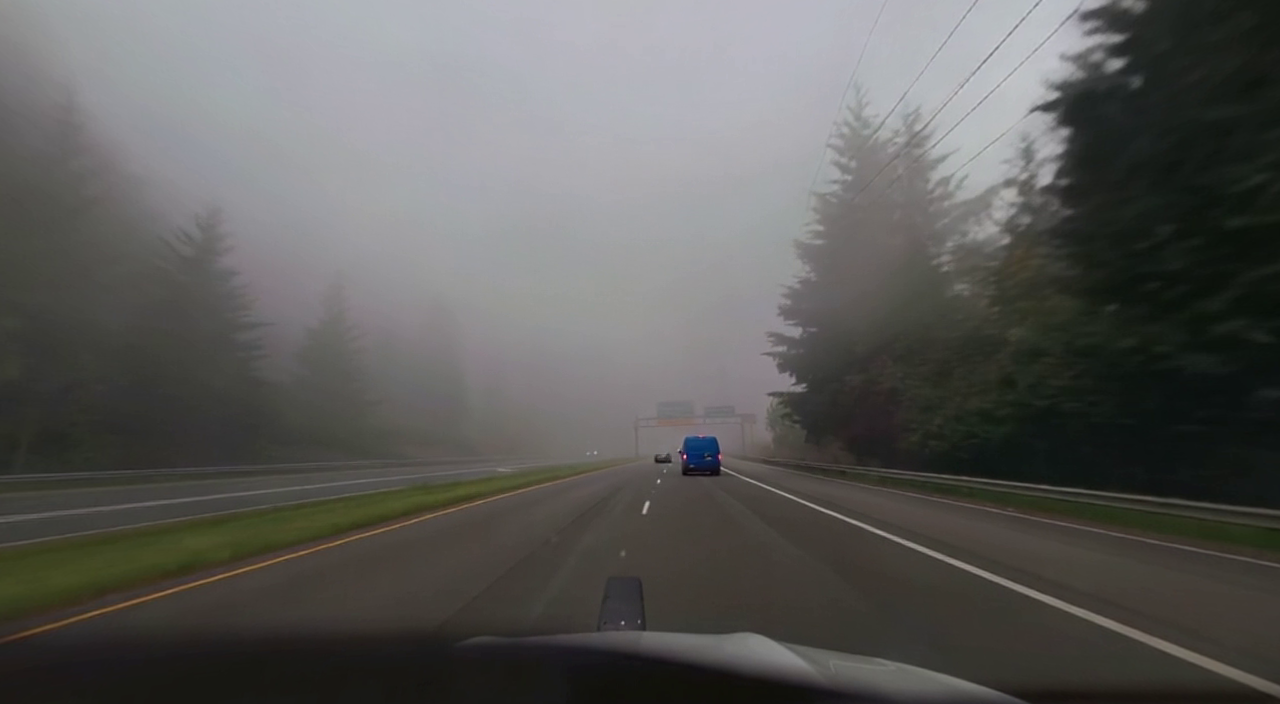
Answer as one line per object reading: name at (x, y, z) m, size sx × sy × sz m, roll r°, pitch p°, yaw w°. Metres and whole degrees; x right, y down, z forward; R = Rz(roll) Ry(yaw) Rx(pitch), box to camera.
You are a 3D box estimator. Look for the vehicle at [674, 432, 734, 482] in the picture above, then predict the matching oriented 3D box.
vehicle at (2.662, 4.547, 27.416) m, size 2.261 × 1.969 × 5.104 m, roll 0°, pitch -9°, yaw 3°
